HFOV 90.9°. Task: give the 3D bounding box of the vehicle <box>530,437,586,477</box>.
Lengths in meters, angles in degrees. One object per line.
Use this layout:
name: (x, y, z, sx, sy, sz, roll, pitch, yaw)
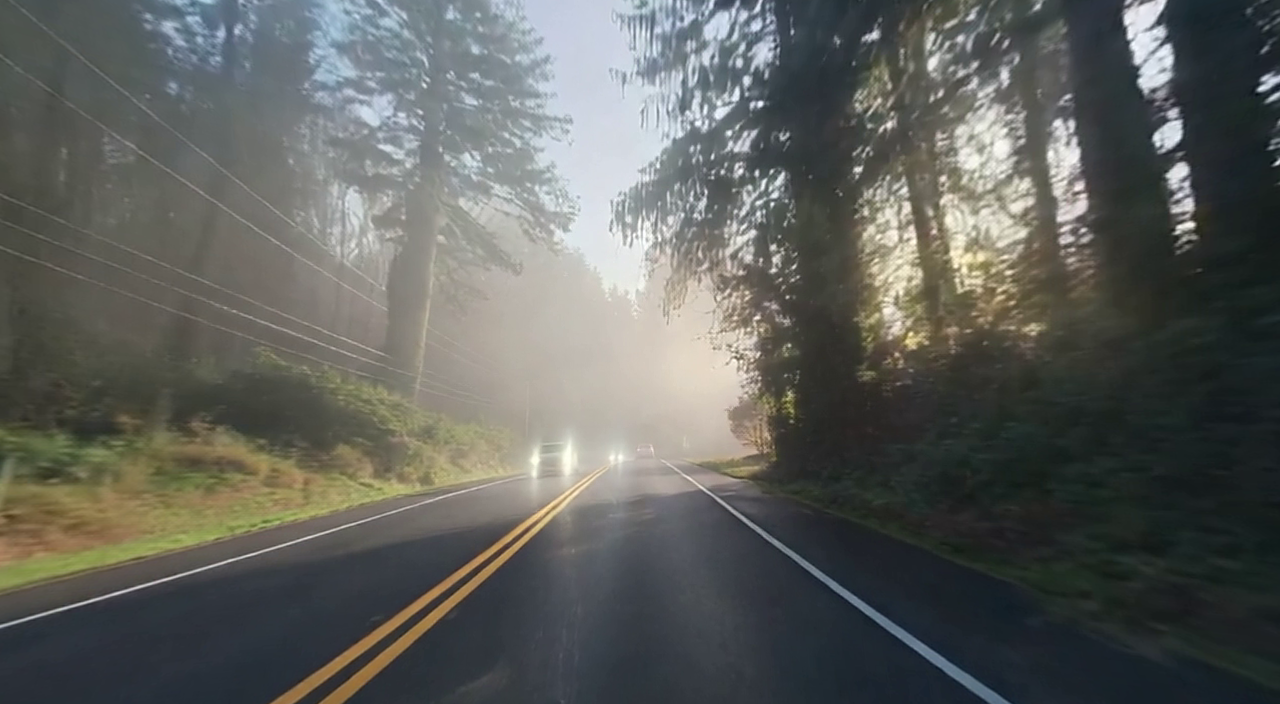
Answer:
vehicle: (-3.854, 5.034, 30.335, 2.041, 1.771, 4.452, 0, -9, 0)
